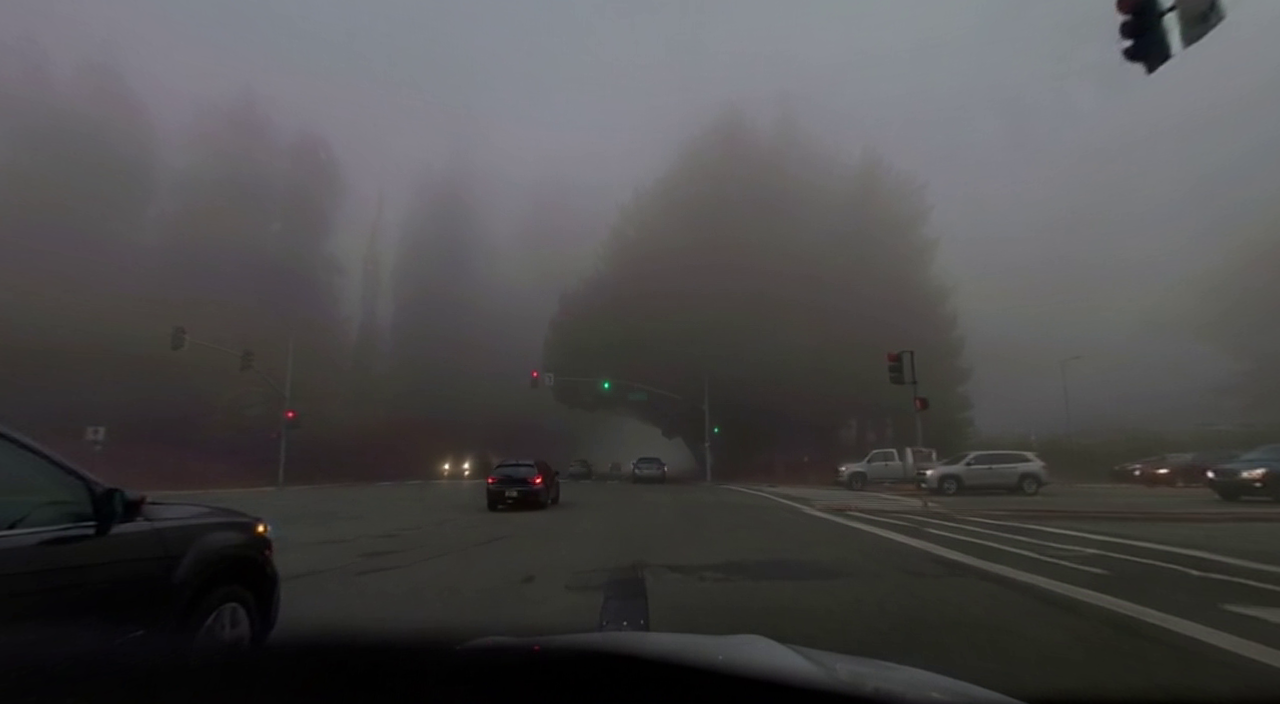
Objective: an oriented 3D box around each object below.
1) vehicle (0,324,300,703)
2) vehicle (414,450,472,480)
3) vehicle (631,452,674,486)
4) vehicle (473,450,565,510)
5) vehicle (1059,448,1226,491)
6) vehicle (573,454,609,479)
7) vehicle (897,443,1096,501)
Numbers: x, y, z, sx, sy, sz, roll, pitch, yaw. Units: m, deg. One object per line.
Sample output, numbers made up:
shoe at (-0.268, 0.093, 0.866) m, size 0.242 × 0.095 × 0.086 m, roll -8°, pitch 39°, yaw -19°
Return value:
vehicle at (-3.168, 0.705, 1.402) m, size 2.190 × 1.766 × 4.649 m, roll 0°, pitch -9°, yaw 0°
vehicle at (-13.476, 7.713, 43.491) m, size 2.039 × 1.904 × 5.701 m, roll 0°, pitch -9°, yaw 2°
vehicle at (0.611, 6.227, 33.931) m, size 2.163 × 1.678 × 3.846 m, roll 0°, pitch -9°, yaw 0°
vehicle at (-3.361, 3.597, 18.182) m, size 1.960 × 1.528 × 3.490 m, roll 0°, pitch -9°, yaw 0°
vehicle at (18.717, 4.371, 23.645) m, size 4.478 × 1.495 × 2.063 m, roll 0°, pitch -9°, yaw 0°
vehicle at (-3.239, 7.676, 42.479) m, size 2.013 × 1.474 × 4.393 m, roll 0°, pitch -9°, yaw 1°
vehicle at (10.958, 3.765, 19.697) m, size 4.875 × 1.473 × 2.077 m, roll -2°, pitch -12°, yaw -1°
